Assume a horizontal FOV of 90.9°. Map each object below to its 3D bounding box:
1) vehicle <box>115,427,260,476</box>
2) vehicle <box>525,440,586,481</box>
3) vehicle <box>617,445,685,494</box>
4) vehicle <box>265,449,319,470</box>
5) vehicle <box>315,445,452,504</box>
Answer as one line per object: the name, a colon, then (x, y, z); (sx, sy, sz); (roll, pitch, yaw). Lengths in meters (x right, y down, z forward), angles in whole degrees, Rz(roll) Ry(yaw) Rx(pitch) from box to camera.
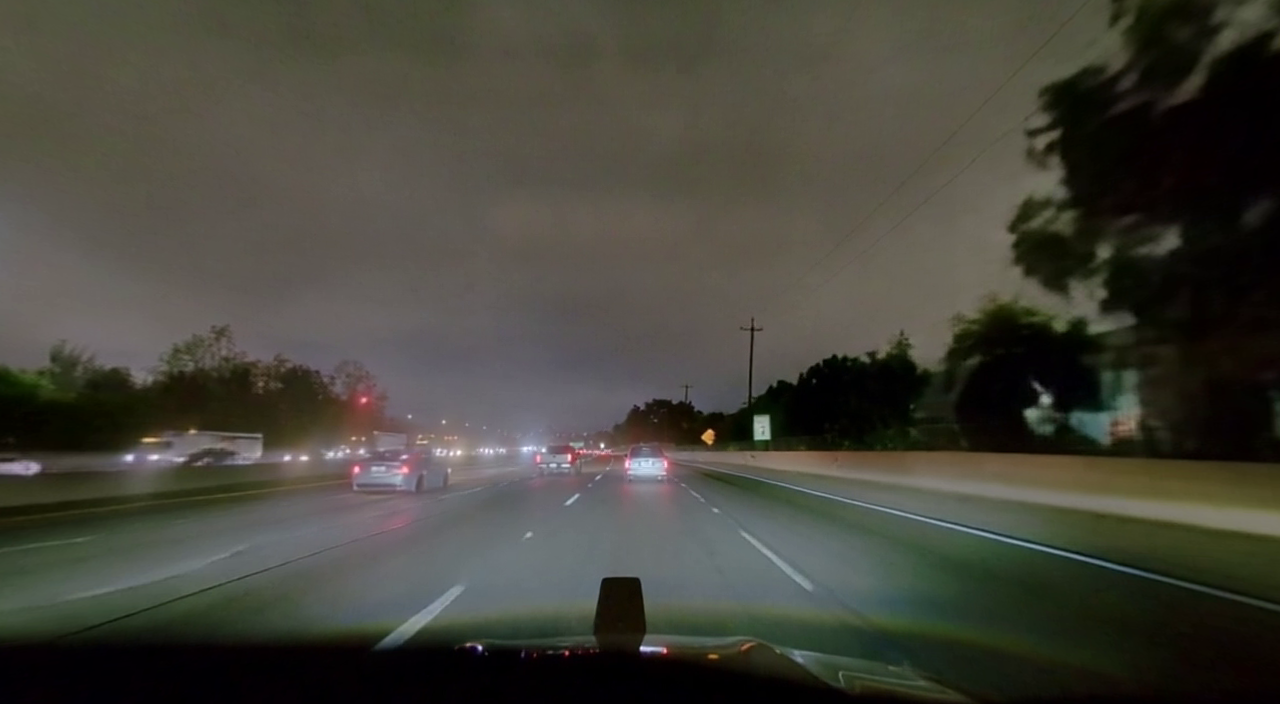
vehicle: (-29.769, 6.634, 42.272); (2.934, 2.913, 9.649); (0, -9, -2)
vehicle: (-3.871, 5.065, 29.780); (2.289, 1.777, 4.534); (0, -9, 0)
vehicle: (0.277, 3.938, 21.515); (2.082, 1.482, 4.126); (0, -9, -1)
vehicle: (-26.014, 8.057, 47.319); (1.868, 1.480, 4.180); (0, -9, -3)
vehicle: (-7.182, 3.448, 18.315); (1.974, 1.464, 4.733); (0, -9, 0)
